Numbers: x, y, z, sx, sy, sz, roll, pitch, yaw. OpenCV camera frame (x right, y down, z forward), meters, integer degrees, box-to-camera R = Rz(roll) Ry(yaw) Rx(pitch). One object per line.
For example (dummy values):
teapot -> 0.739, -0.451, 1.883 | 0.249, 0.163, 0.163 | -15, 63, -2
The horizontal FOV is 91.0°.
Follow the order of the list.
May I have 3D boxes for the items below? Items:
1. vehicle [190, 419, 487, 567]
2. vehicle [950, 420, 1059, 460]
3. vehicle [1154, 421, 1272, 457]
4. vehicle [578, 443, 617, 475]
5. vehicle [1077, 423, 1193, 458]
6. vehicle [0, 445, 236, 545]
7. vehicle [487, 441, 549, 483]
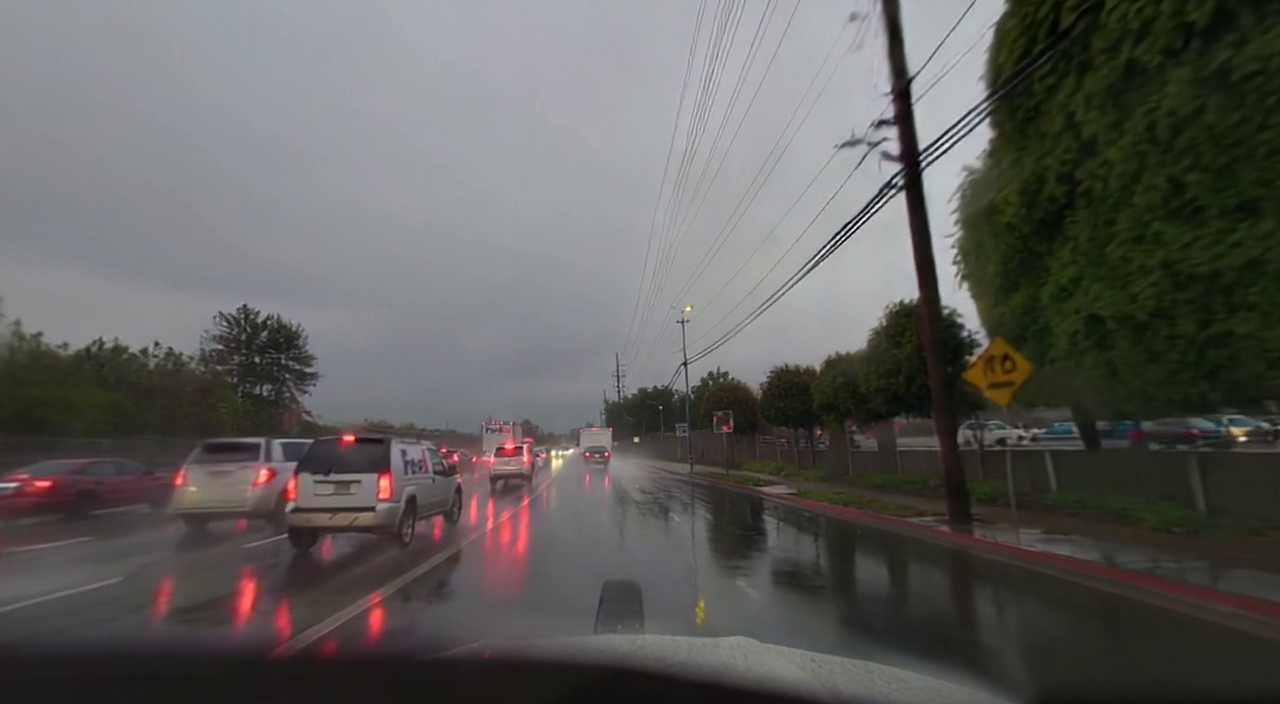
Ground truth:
vehicle -> -4.079, 1.989, 9.735 | 2.388, 1.692, 4.684 | 0, -8, -2
vehicle -> 28.727, 6.951, 49.765 | 7.011, 3.014, 2.594 | 1, -9, -4
vehicle -> 37.896, 5.767, 41.750 | 5.472, 2.276, 2.302 | 0, -8, 0
vehicle -> -2.400, 5.956, 35.440 | 2.055, 1.671, 4.147 | 1, -8, -5
vehicle -> 30.669, 5.508, 39.069 | 5.535, 2.130, 2.145 | 1, -9, -6
vehicle -> -10.952, 2.771, 12.928 | 2.037, 1.455, 5.174 | -3, -7, -2
vehicle -> -5.283, 4.824, 27.971 | 2.057, 1.673, 4.934 | 1, -8, -4
